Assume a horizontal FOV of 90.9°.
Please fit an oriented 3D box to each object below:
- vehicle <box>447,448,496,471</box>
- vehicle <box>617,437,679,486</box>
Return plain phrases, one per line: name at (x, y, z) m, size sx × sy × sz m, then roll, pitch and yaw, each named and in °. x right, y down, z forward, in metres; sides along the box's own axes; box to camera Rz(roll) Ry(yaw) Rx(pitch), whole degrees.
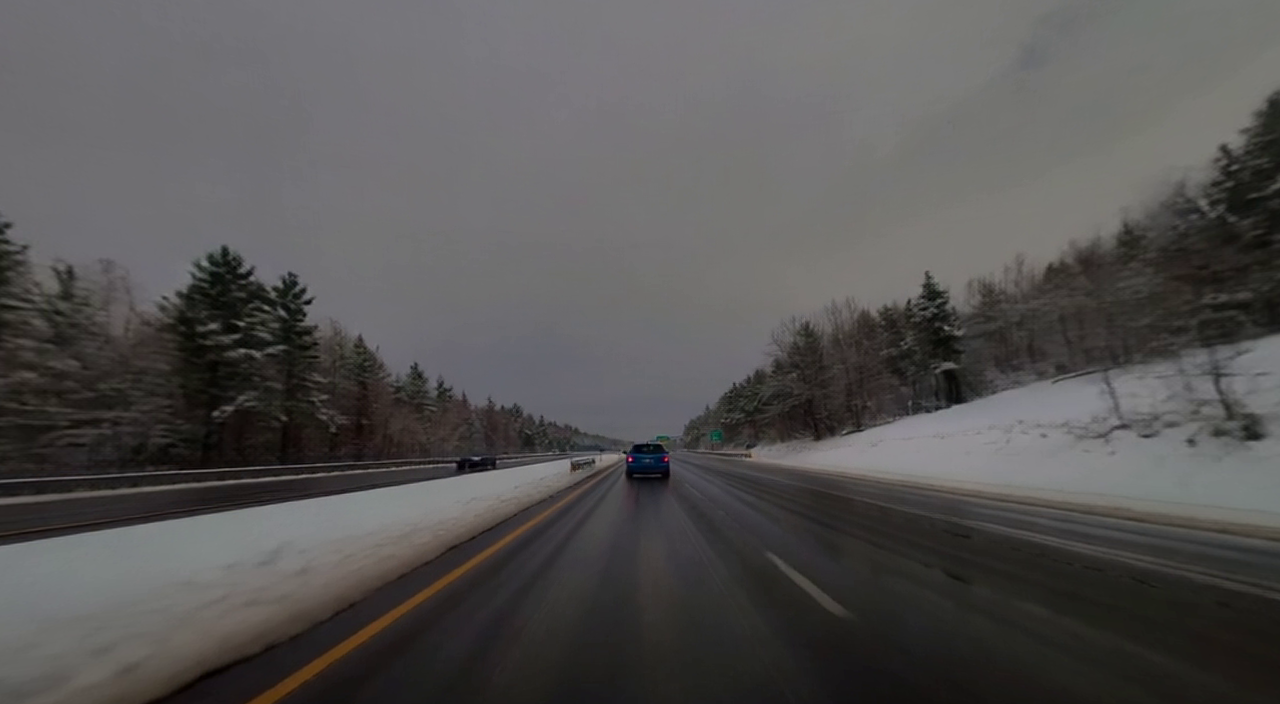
vehicle at (-11.811, 7.557, 44.469) m, size 2.009 × 1.446 × 4.694 m, roll -1°, pitch -9°, yaw 2°
vehicle at (0.284, 4.182, 24.279) m, size 2.190 × 1.706 × 4.062 m, roll 0°, pitch -9°, yaw 0°
